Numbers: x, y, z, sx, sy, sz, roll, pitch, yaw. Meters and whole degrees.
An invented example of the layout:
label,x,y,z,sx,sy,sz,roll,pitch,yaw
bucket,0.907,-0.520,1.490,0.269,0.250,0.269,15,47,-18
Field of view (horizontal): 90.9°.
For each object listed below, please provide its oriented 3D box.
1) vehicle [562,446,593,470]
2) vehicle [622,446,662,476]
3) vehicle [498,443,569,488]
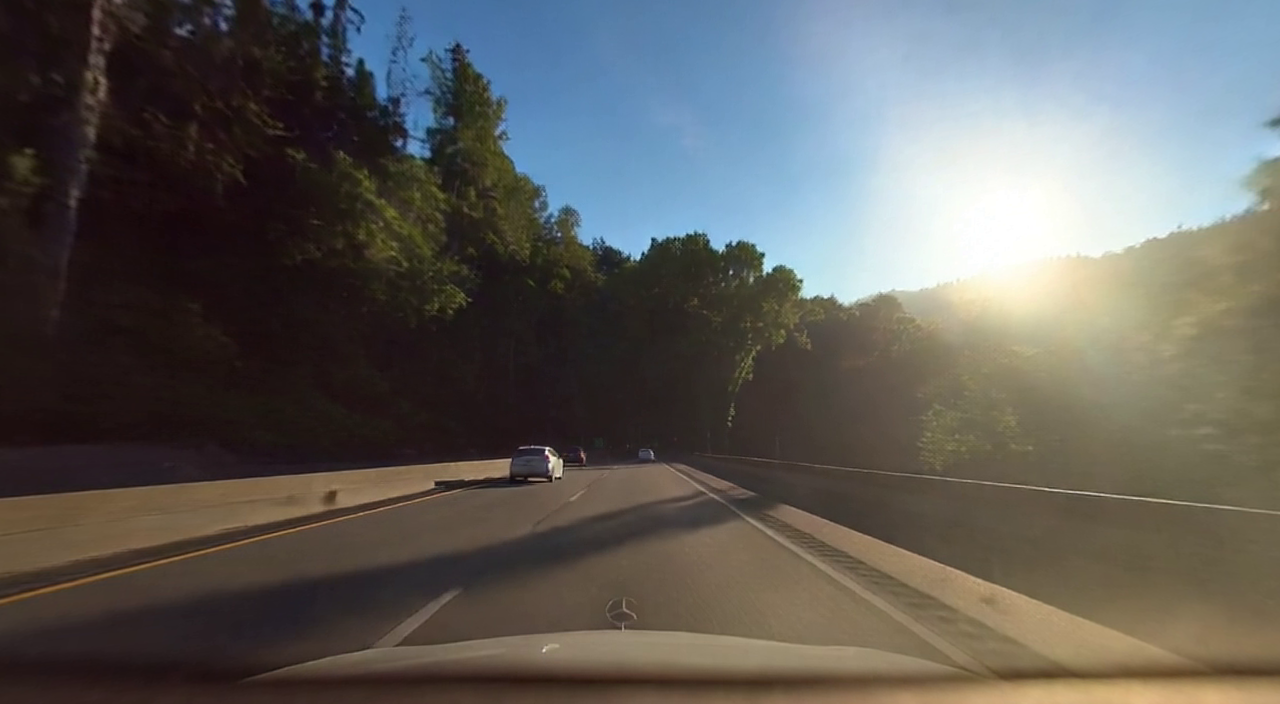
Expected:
label,x,y,z,sx,sy,sz,roll,pitch,yaw
vehicle,-4.391,7.501,44.801,1.834,1.615,3.624,0,-9,0
vehicle,0.080,5.796,33.628,2.001,1.490,3.914,0,-9,-1
vehicle,-3.875,4.196,23.566,1.978,1.538,3.755,0,-9,0
